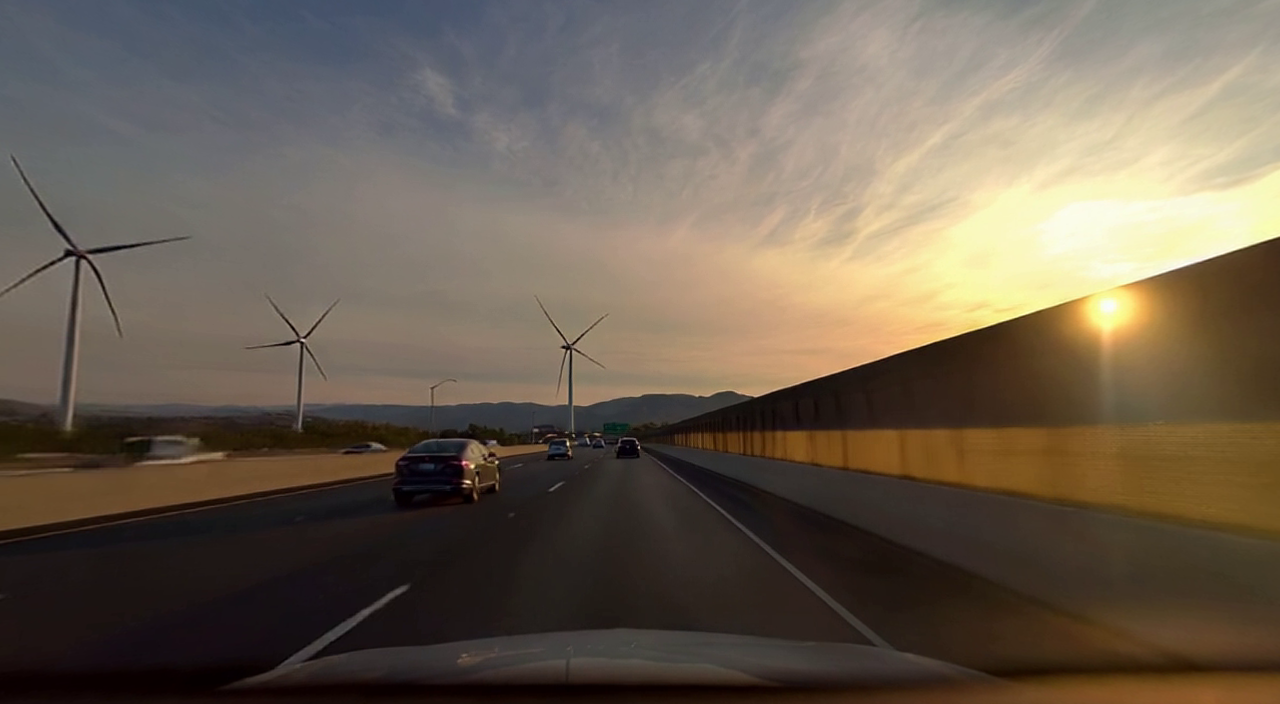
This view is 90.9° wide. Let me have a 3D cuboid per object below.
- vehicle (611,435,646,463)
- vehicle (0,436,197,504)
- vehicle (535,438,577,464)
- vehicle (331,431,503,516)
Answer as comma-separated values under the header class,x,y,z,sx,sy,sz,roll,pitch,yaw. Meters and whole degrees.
class,x,y,z,sx,sy,sz,roll,pitch,yaw
vehicle,-0.683,5.789,37.751,2.027,1.550,3.607,0,-8,-1
vehicle,-14.969,3.124,17.340,2.009,1.578,4.910,0,-8,-1
vehicle,-4.940,5.857,37.524,2.059,1.436,3.802,0,-8,-1
vehicle,-4.423,2.456,13.433,1.998,1.468,4.635,0,-8,0
